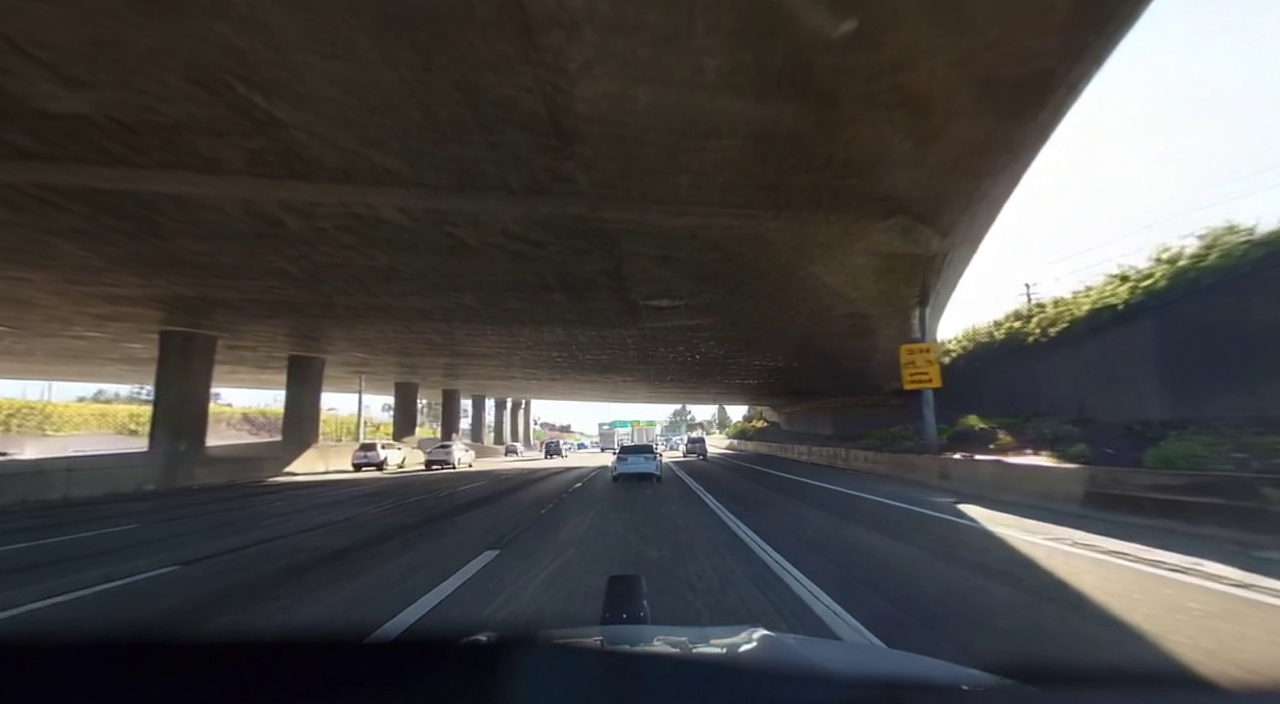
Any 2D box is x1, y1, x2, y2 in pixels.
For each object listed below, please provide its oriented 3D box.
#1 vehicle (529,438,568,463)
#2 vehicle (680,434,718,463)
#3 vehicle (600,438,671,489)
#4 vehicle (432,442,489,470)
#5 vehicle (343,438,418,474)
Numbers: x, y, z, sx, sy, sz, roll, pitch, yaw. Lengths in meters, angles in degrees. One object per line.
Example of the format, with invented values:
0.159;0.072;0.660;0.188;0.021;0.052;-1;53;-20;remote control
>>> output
-6.485;7.018;45.170;2.060;1.669;4.242;0;-8;1;vehicle
3.765;6.309;41.211;2.001;1.771;4.250;0;-8;-1;vehicle
-0.090;3.542;20.354;2.042;1.446;4.269;0;-8;1;vehicle
-10.283;5.970;36.452;1.961;1.510;4.260;0;-8;1;vehicle
-13.569;5.459;33.319;2.045;1.712;4.457;0;-8;1;vehicle
